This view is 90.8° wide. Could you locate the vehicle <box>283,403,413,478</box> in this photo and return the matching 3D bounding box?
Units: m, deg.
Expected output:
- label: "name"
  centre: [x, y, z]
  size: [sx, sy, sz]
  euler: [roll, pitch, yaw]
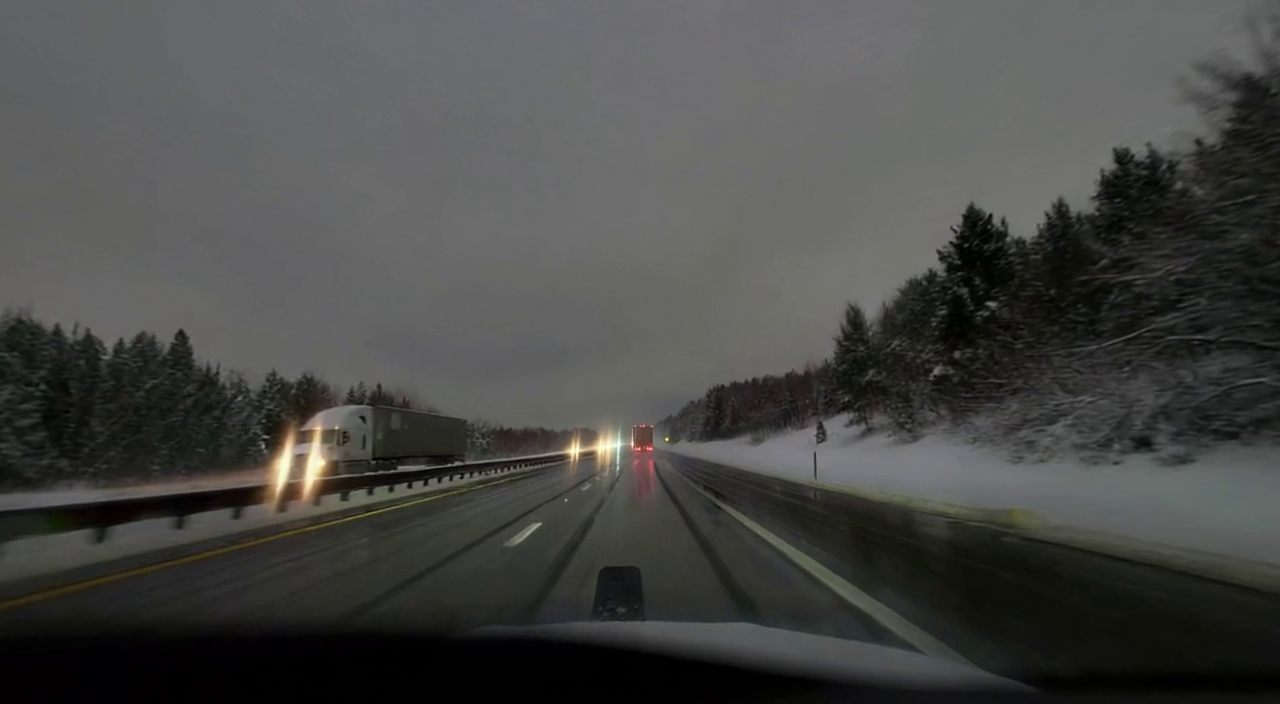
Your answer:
- label: "vehicle"
  centre: [-17.345, 5.470, 38.651]
  size: [2.964, 3.929, 10.326]
  euler: [0, -9, 0]
